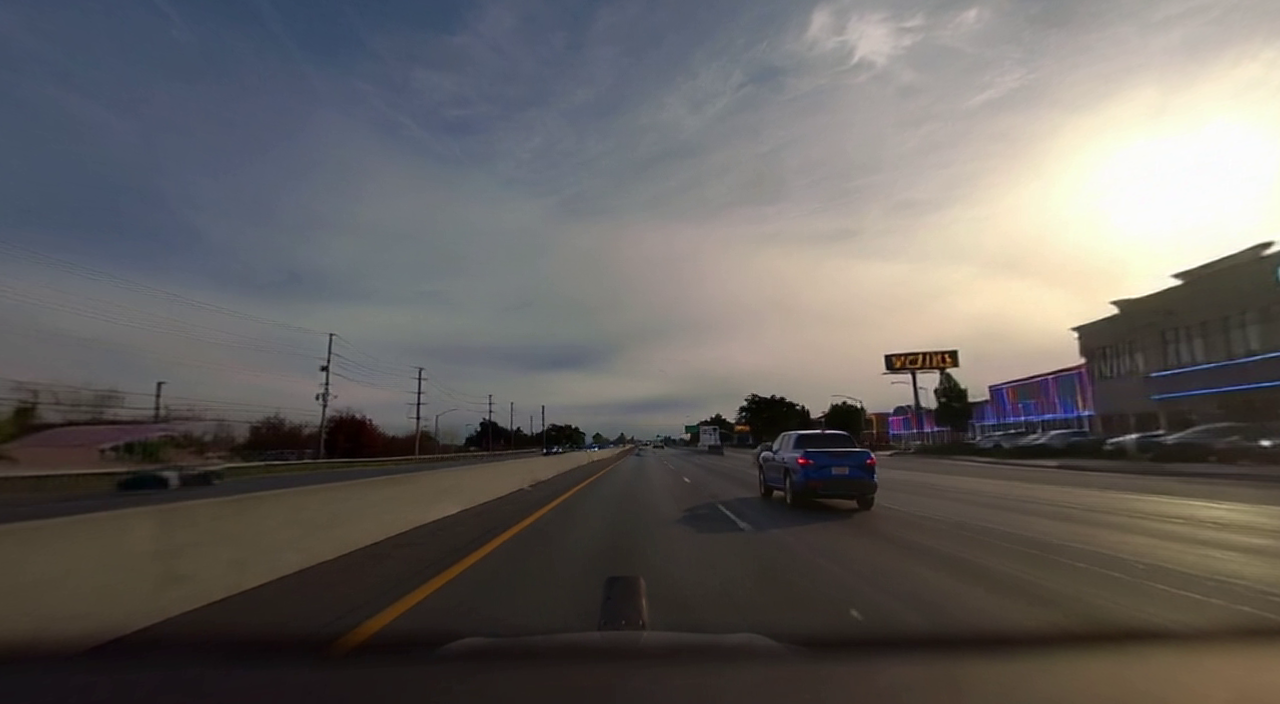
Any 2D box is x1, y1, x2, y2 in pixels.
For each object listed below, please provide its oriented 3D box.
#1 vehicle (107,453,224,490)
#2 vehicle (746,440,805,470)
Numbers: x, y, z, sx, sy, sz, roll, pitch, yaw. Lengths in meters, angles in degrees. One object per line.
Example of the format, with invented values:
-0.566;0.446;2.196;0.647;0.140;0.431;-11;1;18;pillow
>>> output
-21.947;5.523;29.298;1.941;1.524;4.403;0;-8;1;vehicle
7.441;5.715;35.048;2.079;1.518;5.032;0;-8;-1;vehicle
